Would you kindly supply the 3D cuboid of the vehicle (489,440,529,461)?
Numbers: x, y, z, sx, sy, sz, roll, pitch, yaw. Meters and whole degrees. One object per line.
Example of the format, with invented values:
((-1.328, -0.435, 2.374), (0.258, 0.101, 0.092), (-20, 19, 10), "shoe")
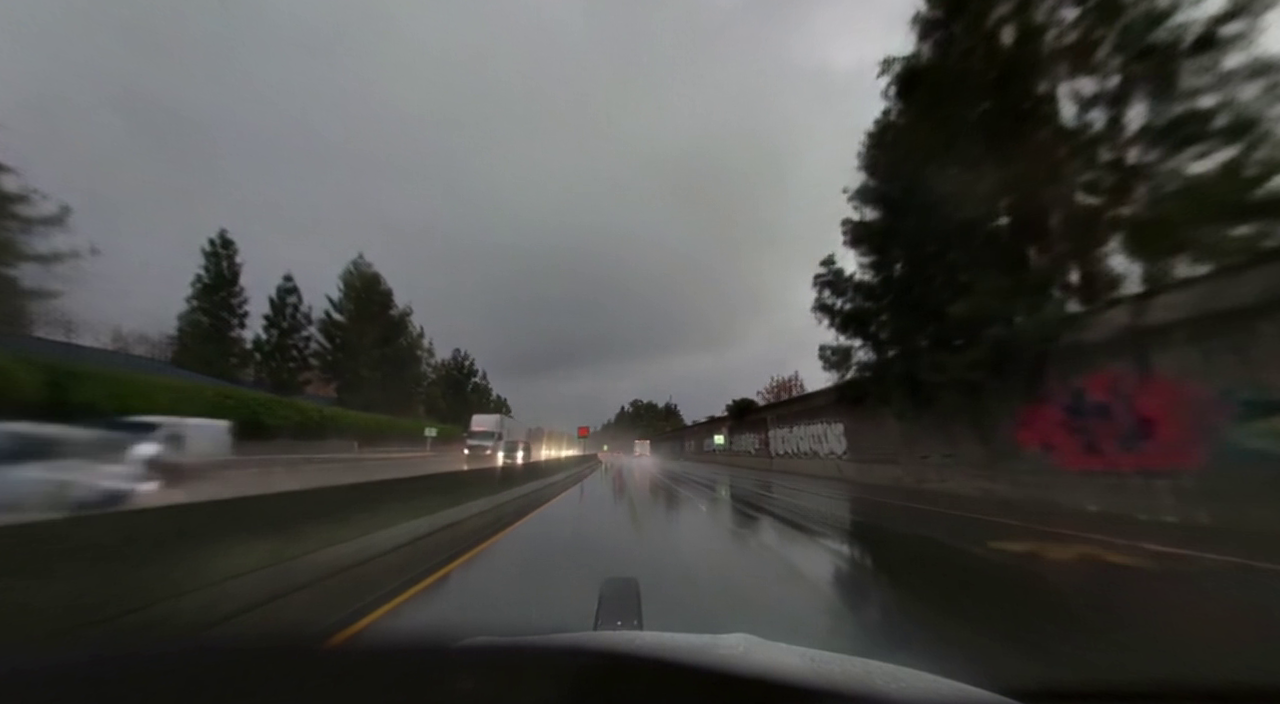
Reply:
((-10.013, 7.598, 48.419), (2.121, 1.540, 4.733), (0, -9, -1), "vehicle")
